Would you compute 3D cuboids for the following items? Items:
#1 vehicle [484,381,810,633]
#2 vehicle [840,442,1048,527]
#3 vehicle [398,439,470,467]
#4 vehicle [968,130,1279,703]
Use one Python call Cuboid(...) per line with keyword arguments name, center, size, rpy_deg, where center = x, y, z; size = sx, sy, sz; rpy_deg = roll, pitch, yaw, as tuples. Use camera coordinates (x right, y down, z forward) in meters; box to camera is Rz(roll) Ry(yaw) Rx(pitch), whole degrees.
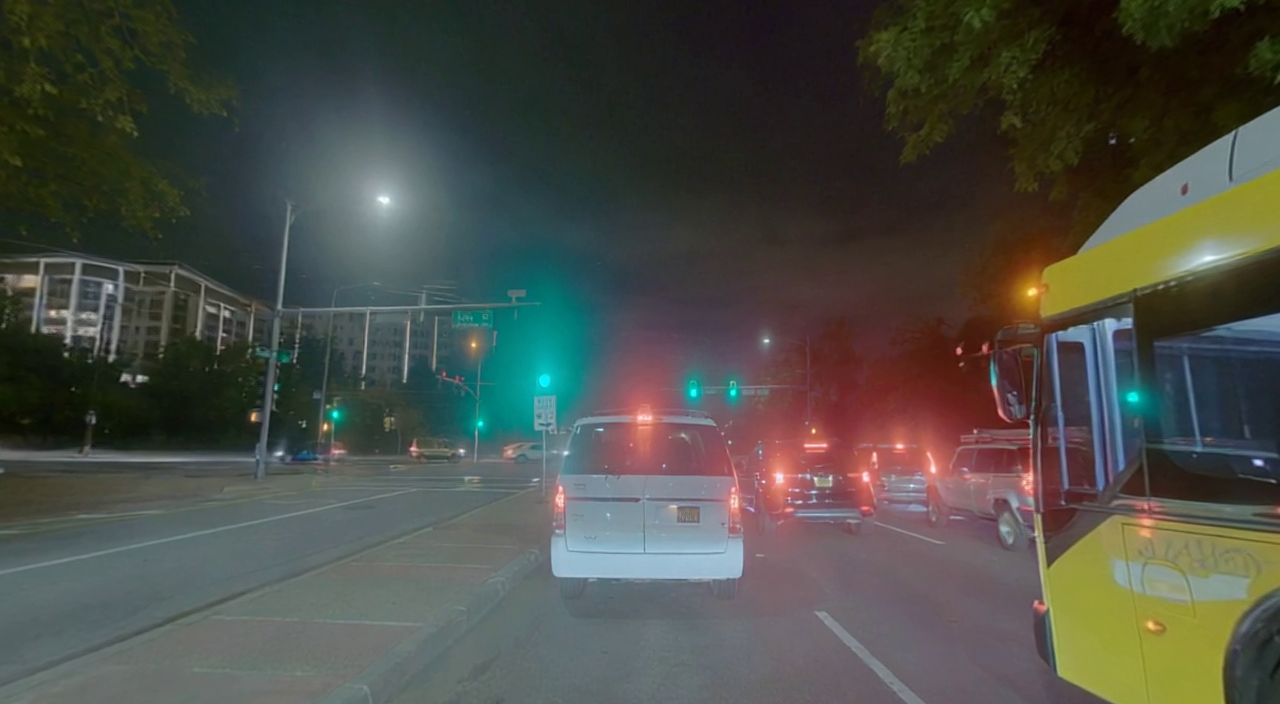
Cuboid(name="vehicle", center=(0.024, 1.476, 6.996), size=(2.381, 1.842, 4.603), rpy_deg=(0, -8, -1))
Cuboid(name="vehicle", center=(5.998, 2.638, 13.207), size=(1.987, 1.457, 4.675), rpy_deg=(0, -8, -1))
Cuboid(name="vehicle", center=(-13.810, 6.763, 42.235), size=(1.924, 1.720, 4.097), rpy_deg=(-8, -12, 44))
Cuboid(name="vehicle", center=(2.619, 0.318, 0.412), size=(2.037, 2.065, 5.037), rpy_deg=(0, -8, 0))
